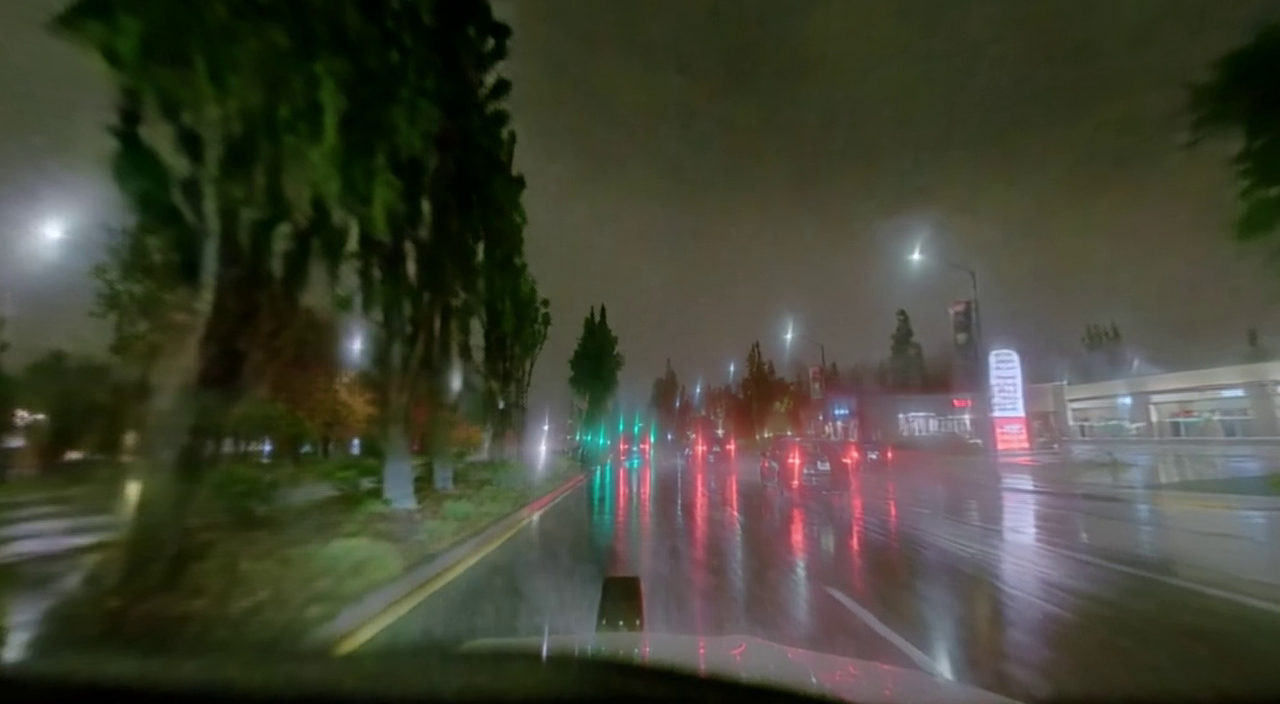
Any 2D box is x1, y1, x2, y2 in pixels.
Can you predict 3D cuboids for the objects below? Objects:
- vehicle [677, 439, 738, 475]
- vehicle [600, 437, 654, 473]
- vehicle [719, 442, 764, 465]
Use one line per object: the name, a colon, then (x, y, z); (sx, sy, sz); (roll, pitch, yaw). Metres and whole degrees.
vehicle: (2.934, 4.676, 28.544); (2.057, 1.491, 4.675); (0, -8, -2)
vehicle: (-0.583, 4.589, 28.397); (2.242, 1.474, 4.127); (0, -8, -2)
vehicle: (6.529, 6.549, 41.011); (2.068, 1.393, 3.874); (0, -8, -3)
